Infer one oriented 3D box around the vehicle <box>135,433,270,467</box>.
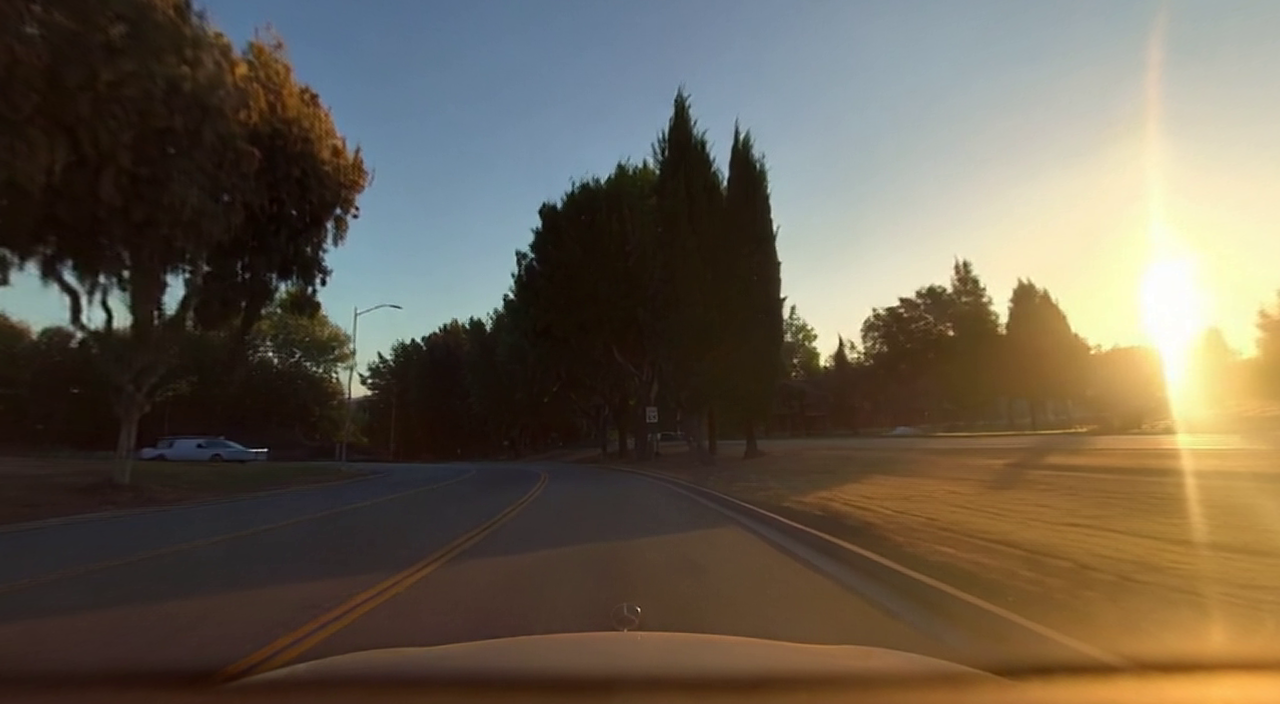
[{"bbox_3d":[-24.388,5.495,35.473,5.613,1.775,2.357,1,-8,-9],"label":"vehicle"}]
